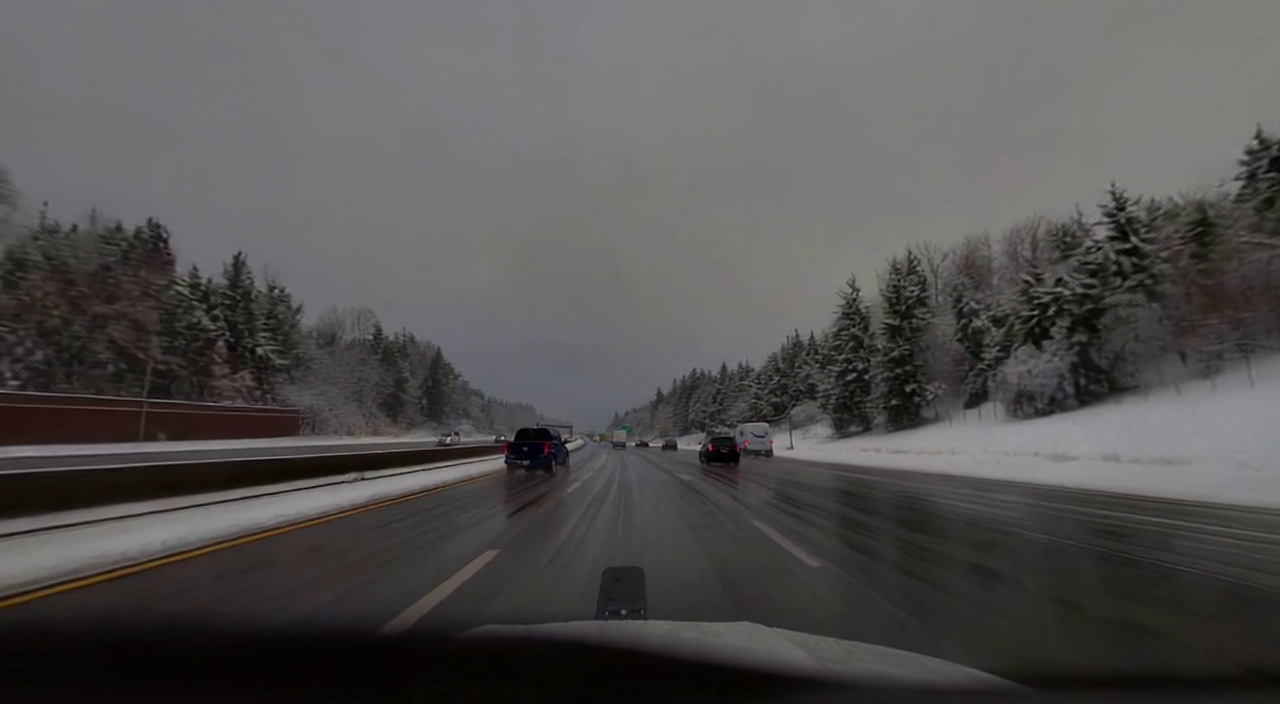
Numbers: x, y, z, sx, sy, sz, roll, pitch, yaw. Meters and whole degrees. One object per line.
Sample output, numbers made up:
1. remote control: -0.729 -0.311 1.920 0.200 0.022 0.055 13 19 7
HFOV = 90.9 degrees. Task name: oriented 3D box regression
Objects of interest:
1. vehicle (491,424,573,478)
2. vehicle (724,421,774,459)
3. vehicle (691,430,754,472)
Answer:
1. vehicle: -4.123 3.924 25.283 2.331 1.884 5.787 0 -8 -1
2. vehicle: 8.490 6.979 49.907 2.274 2.802 6.802 0 -8 -4
3. vehicle: 3.650 4.499 28.782 2.141 1.732 4.279 0 -8 -2
